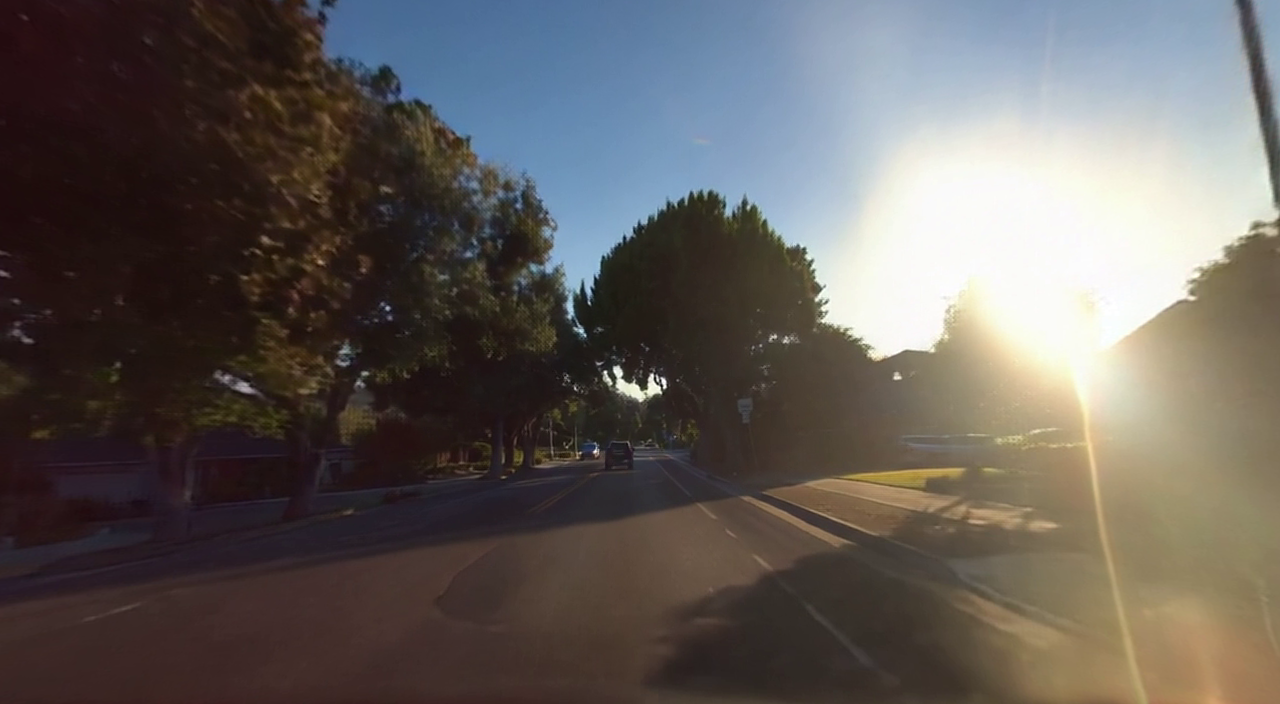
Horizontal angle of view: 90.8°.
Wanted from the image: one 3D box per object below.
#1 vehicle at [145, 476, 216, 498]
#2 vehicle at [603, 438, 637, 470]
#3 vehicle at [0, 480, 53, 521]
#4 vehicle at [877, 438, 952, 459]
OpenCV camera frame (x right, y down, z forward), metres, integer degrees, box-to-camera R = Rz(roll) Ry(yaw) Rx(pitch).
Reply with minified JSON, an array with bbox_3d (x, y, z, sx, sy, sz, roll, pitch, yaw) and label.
[{"bbox_3d":[-31.005,9.126,42.693,3.502,1.310,1.729,-1,-8,5],"label":"vehicle"},{"bbox_3d":[-1.334,6.974,43.384,2.210,2.023,4.663,0,-9,-1],"label":"vehicle"},{"bbox_3d":[-29.994,6.935,29.683,1.926,1.552,4.355,4,-9,-22],"label":"vehicle"},{"bbox_3d":[14.486,5.144,33.627,1.987,1.039,4.499,0,-9,0],"label":"vehicle"}]
